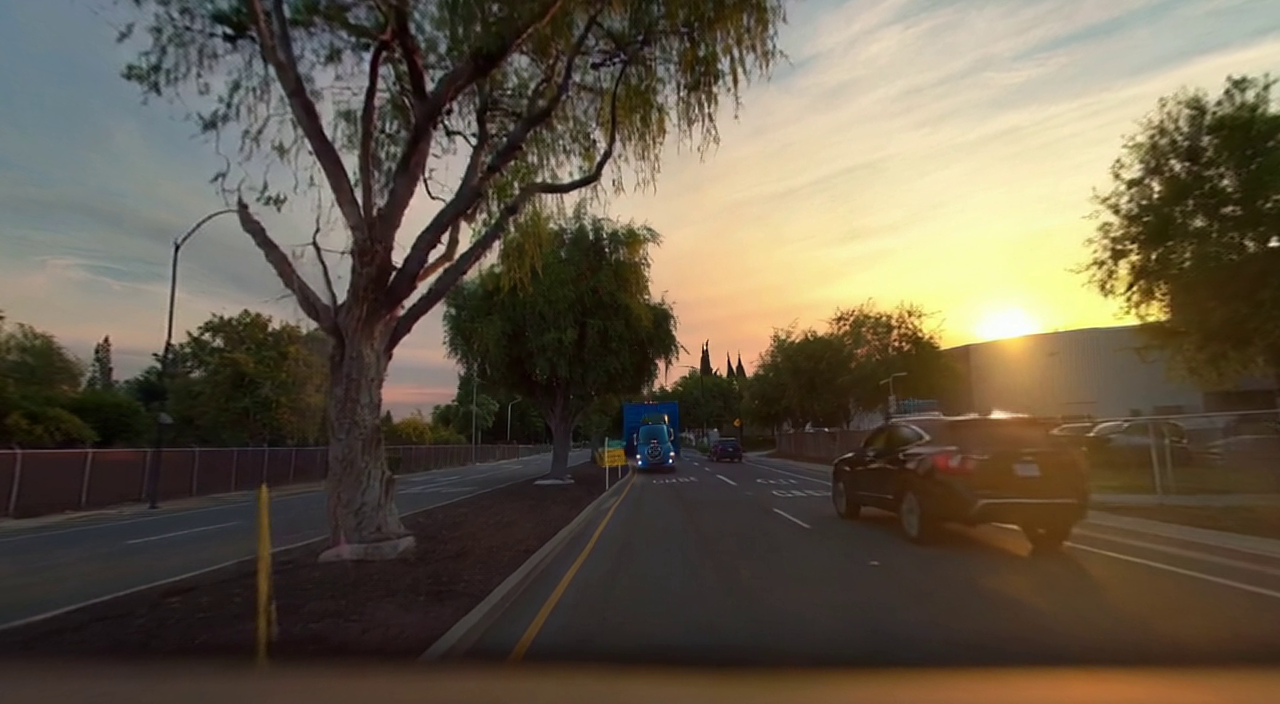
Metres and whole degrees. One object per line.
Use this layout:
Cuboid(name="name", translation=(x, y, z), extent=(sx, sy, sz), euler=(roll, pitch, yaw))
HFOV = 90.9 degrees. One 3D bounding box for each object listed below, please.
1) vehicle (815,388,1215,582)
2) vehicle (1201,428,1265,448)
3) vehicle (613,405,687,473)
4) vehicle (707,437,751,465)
Cuboid(name="vehicle", translation=(4.325, 1.648, 8.682), extent=(2.375, 1.857, 5.100), euler=(0, -8, 0))
Cuboid(name="vehicle", translation=(44.769, 6.485, 47.679), extent=(1.664, 1.434, 3.771), euler=(-3, -8, 11))
Cuboid(name="vehicle", translation=(0.547, 4.305, 31.091), extent=(3.197, 2.963, 7.055), euler=(0, -8, 2))
Cuboid(name="vehicle", translation=(5.449, 6.152, 39.299), extent=(2.076, 1.661, 4.524), euler=(0, -8, 0))
